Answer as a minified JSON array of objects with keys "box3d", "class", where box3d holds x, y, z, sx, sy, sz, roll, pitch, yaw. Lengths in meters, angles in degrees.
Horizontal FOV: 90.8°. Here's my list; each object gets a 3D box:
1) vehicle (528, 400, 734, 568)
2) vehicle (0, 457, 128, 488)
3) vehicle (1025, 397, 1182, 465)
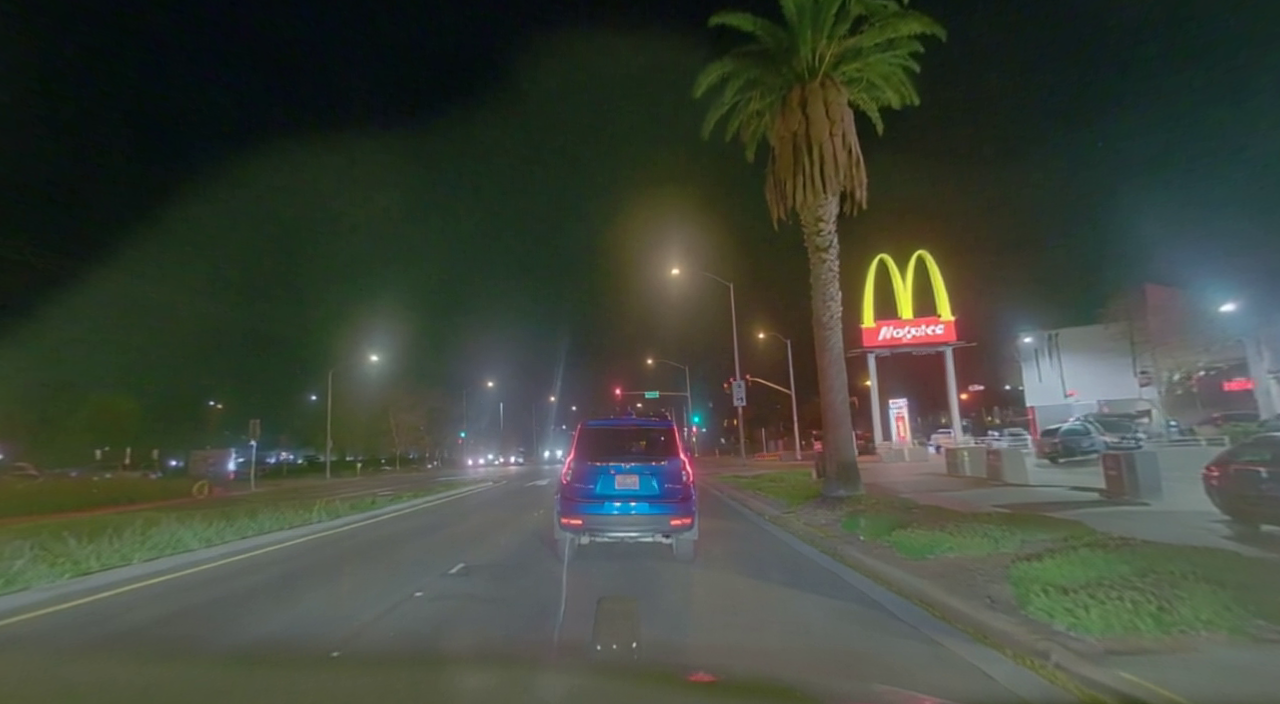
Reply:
[{"box3d":[-0.140,1.732,8.910,2.234,1.818,3.869,0,-9,-1],"class":"vehicle"},{"box3d":[-28.373,5.812,30.578,5.154,1.343,1.943,4,-10,-25],"class":"vehicle"},{"box3d":[16.085,2.800,21.827,6.060,2.047,2.490,6,-11,-36],"class":"vehicle"}]
